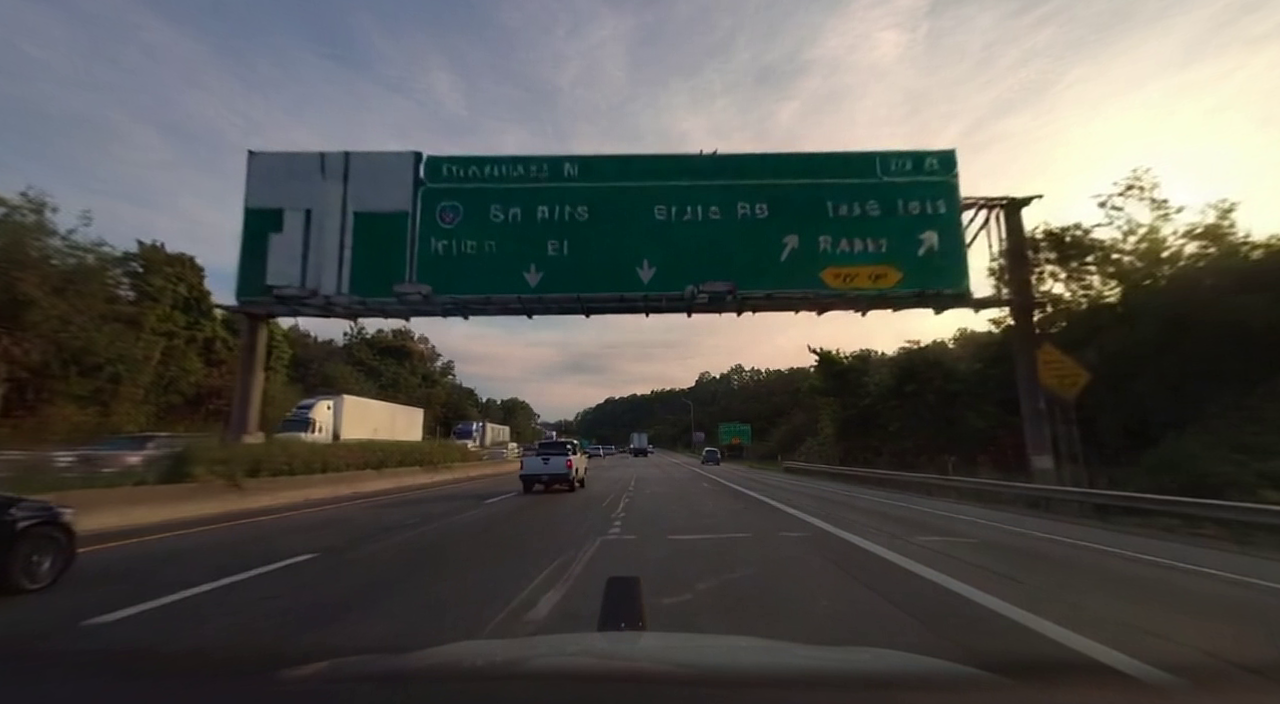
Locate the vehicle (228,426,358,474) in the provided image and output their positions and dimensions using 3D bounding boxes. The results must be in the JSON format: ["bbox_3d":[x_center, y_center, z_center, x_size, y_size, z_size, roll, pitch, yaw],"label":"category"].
[{"bbox_3d":[-12.580,3.684,23.299,1.971,1.478,4.726,3,-11,1],"label":"vehicle"}]

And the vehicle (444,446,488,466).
[{"bbox_3d":[-12.459,7.453,45.289,1.819,1.399,4.171,0,-9,2],"label":"vehicle"}]

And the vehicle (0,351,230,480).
[{"bbox_3d":[-21.486,2.524,23.197,2.835,4.027,14.235,0,-9,2],"label":"vehicle"}]

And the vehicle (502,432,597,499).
[{"bbox_3d":[-2.809,3.697,20.878,2.220,1.928,5.176,0,-9,2],"label":"vehicle"}]

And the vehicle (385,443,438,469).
[{"bbox_3d":[-13.291,6.088,36.890,1.800,1.412,3.449,0,-9,0],"label":"vehicle"}]

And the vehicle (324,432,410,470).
[{"bbox_3d":[-12.873,4.757,30.057,1.990,1.523,4.508,3,-10,1],"label":"vehicle"}]

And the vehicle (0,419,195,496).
[{"bbox_3d":[-12.726,2.390,14.245,1.978,1.433,4.435,2,-10,1],"label":"vehicle"}]
